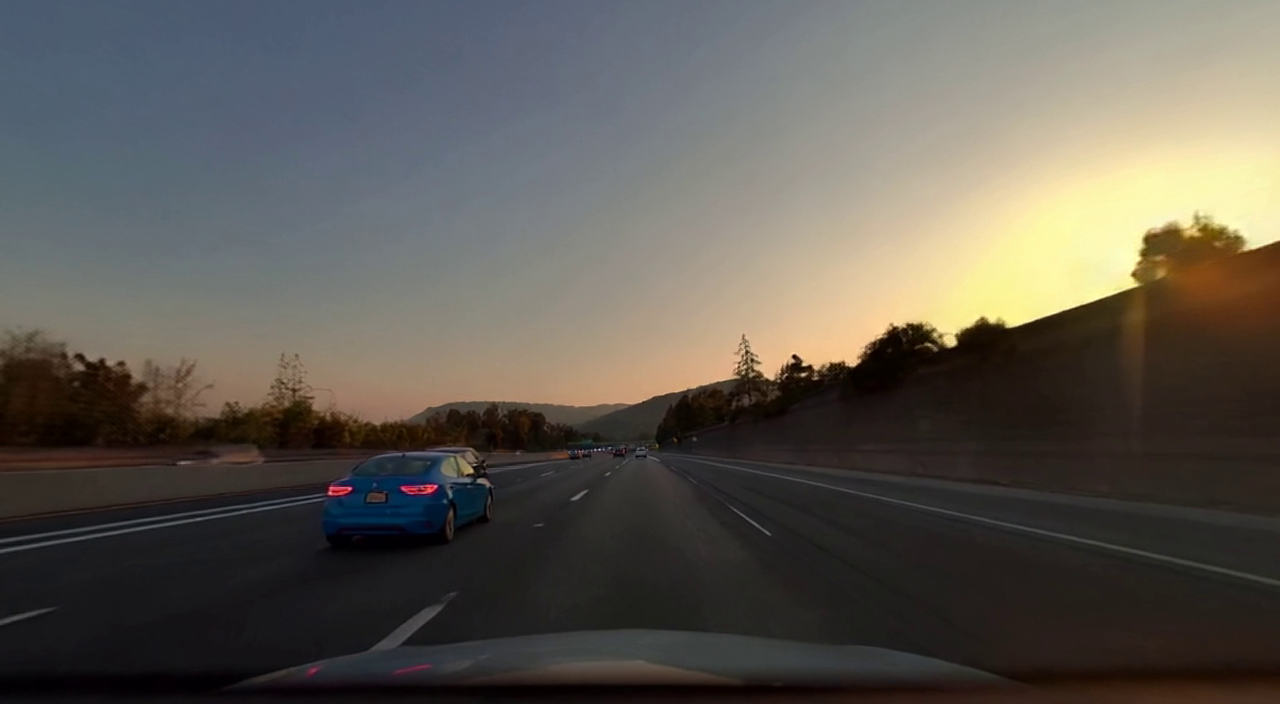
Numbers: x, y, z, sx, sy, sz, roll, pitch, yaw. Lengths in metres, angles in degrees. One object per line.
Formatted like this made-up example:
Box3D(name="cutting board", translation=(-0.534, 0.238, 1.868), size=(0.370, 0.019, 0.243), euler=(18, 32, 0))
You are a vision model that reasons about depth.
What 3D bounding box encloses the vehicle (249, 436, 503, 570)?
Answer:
Box3D(name="vehicle", translation=(-3.371, 1.985, 9.003), size=(1.935, 1.479, 3.787), euler=(0, -9, 1))
